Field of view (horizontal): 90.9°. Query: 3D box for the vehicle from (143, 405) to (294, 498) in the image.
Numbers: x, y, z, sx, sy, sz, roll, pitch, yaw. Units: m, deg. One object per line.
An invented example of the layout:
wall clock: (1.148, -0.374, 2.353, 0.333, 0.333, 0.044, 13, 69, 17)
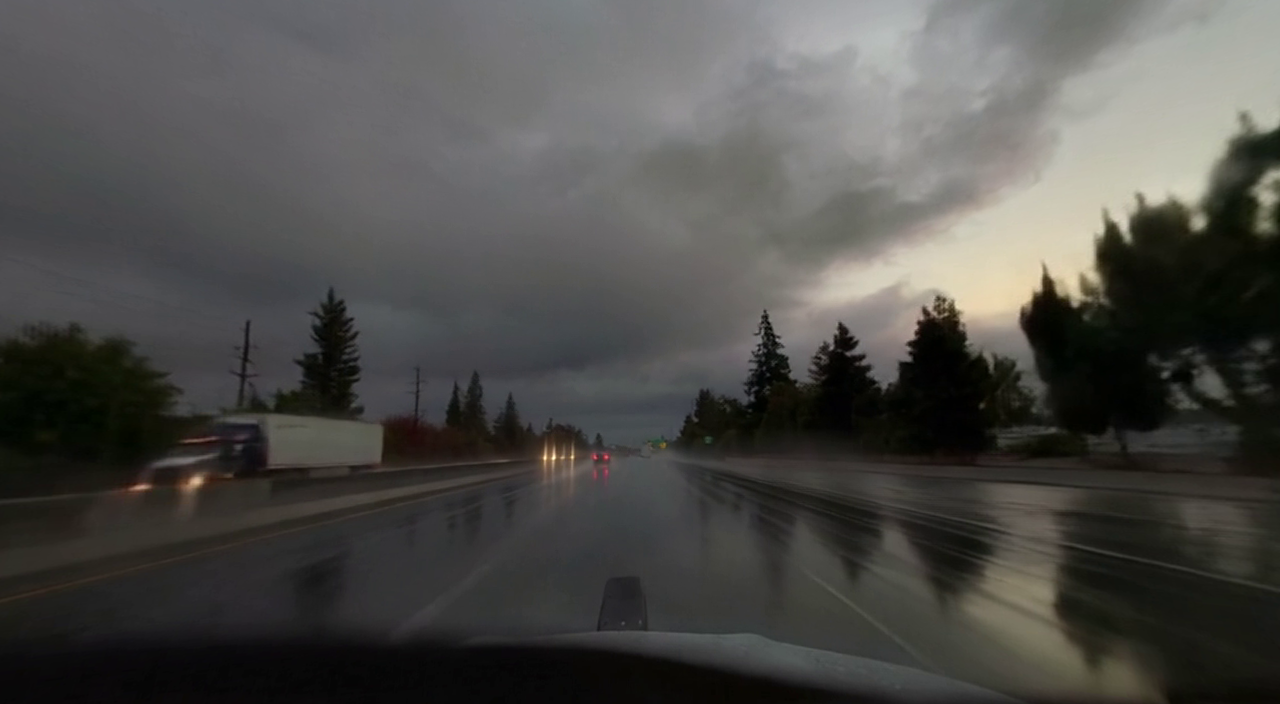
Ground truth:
vehicle: (-20.213, 4.844, 30.770, 2.997, 4.027, 6.007, 0, -9, 0)
